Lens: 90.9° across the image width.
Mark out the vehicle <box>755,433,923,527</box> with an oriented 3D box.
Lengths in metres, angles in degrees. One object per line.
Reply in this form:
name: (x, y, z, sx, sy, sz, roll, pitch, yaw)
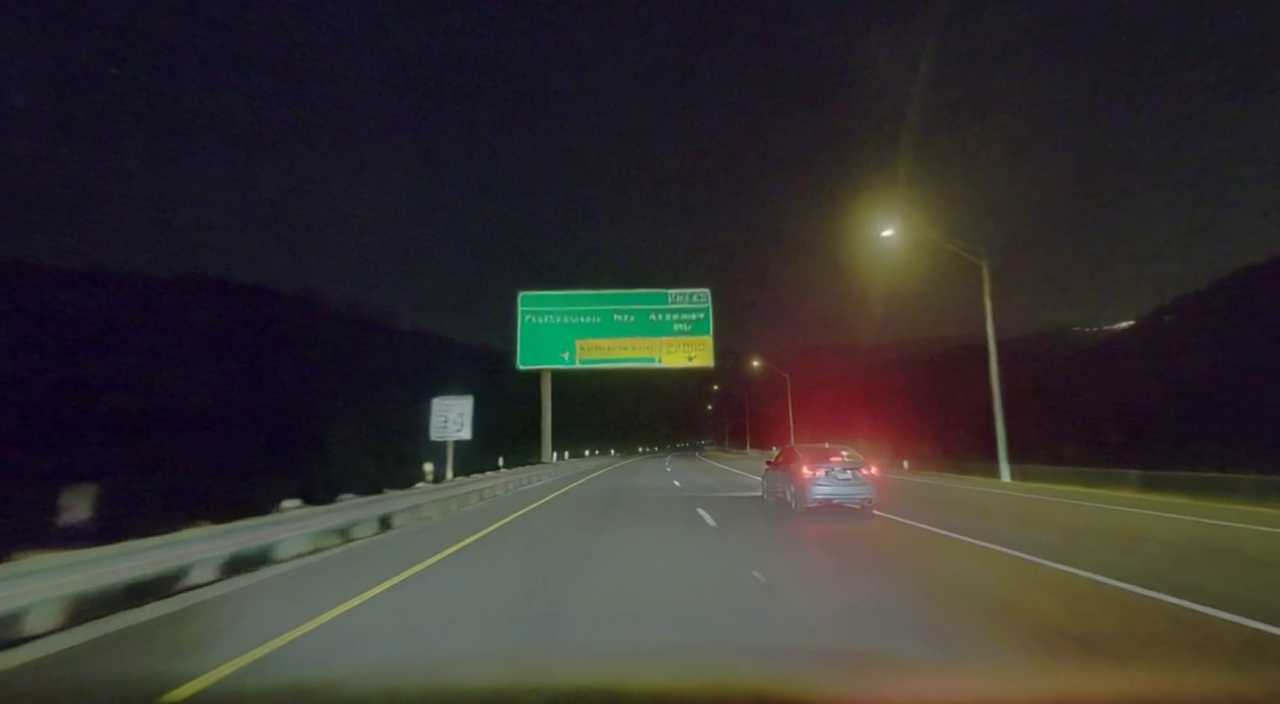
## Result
vehicle: (3.645, 2.406, 12.423, 1.997, 1.515, 4.025, 0, -8, 0)
